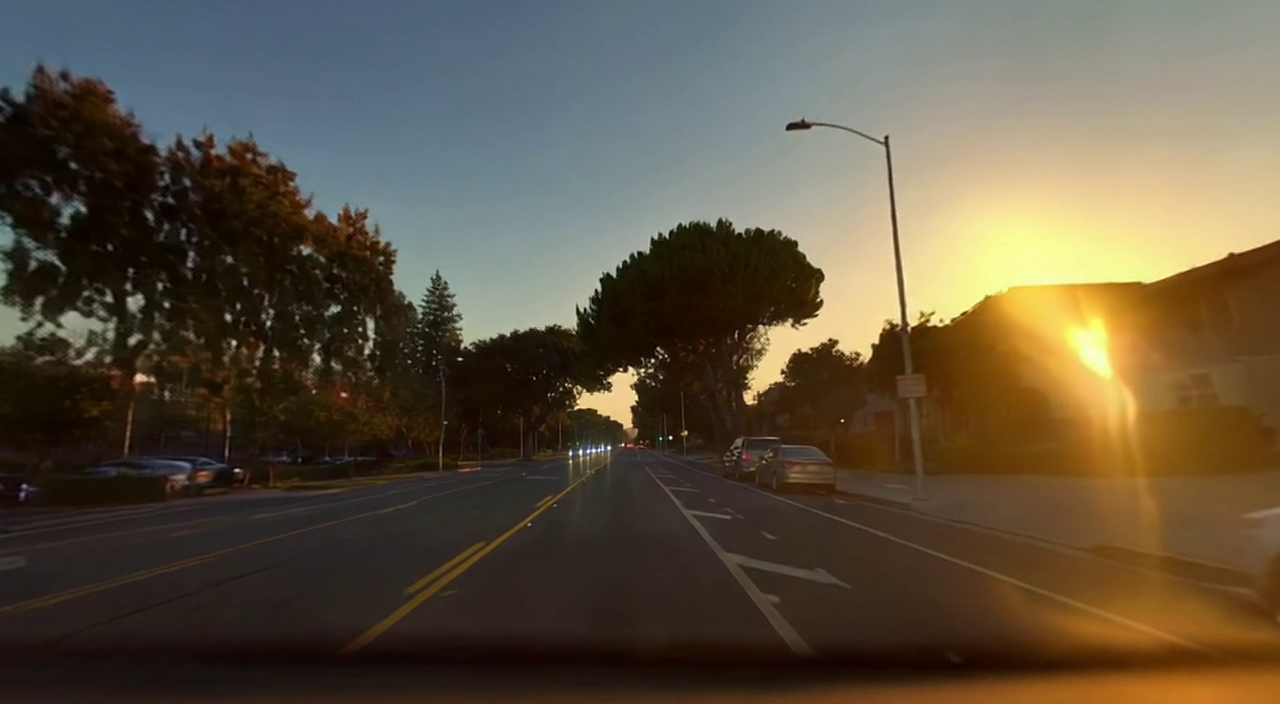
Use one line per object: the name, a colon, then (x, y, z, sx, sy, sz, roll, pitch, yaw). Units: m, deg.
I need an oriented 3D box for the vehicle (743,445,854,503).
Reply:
vehicle: (4.343, 3.372, 18.028, 1.935, 1.433, 4.241, 0, -8, -2)

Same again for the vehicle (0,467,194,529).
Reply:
vehicle: (-15.455, 3.931, 17.249, 4.826, 1.491, 2.086, 1, -8, -4)
